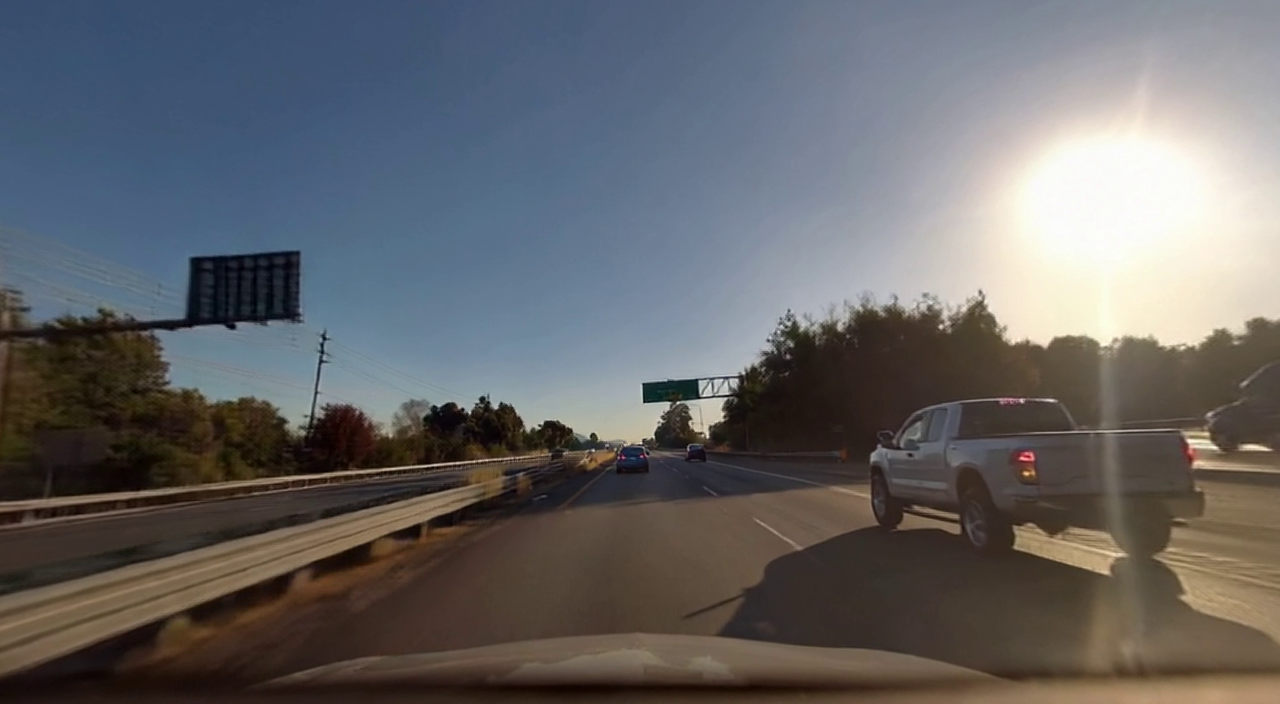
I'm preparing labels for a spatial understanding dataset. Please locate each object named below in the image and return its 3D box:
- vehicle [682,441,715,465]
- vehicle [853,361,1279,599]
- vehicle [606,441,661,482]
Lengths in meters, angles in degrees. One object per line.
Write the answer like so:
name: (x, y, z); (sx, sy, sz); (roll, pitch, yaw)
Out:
vehicle: (4.060, 7.066, 44.068); (1.936, 1.589, 3.915); (0, -9, -1)
vehicle: (4.593, 1.409, 7.621); (2.261, 1.952, 4.784); (0, -9, 0)
vehicle: (-0.257, 4.360, 25.179); (2.029, 1.483, 3.769); (0, -9, 0)
